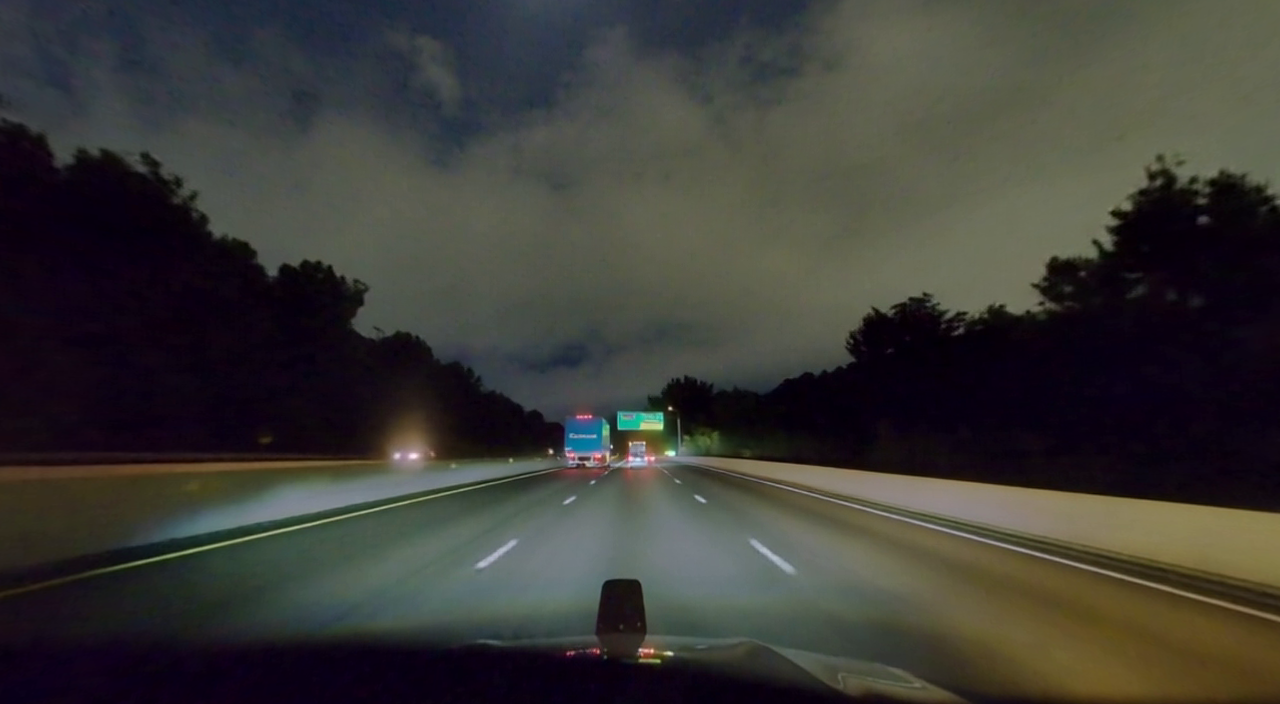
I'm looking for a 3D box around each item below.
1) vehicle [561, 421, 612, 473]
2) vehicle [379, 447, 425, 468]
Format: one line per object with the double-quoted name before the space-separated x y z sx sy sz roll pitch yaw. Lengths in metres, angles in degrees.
"vehicle" -3.399 6.283 41.632 2.695 3.151 6.885 0 -9 1
"vehicle" -17.591 7.798 46.671 1.757 1.491 4.055 0 -9 1
